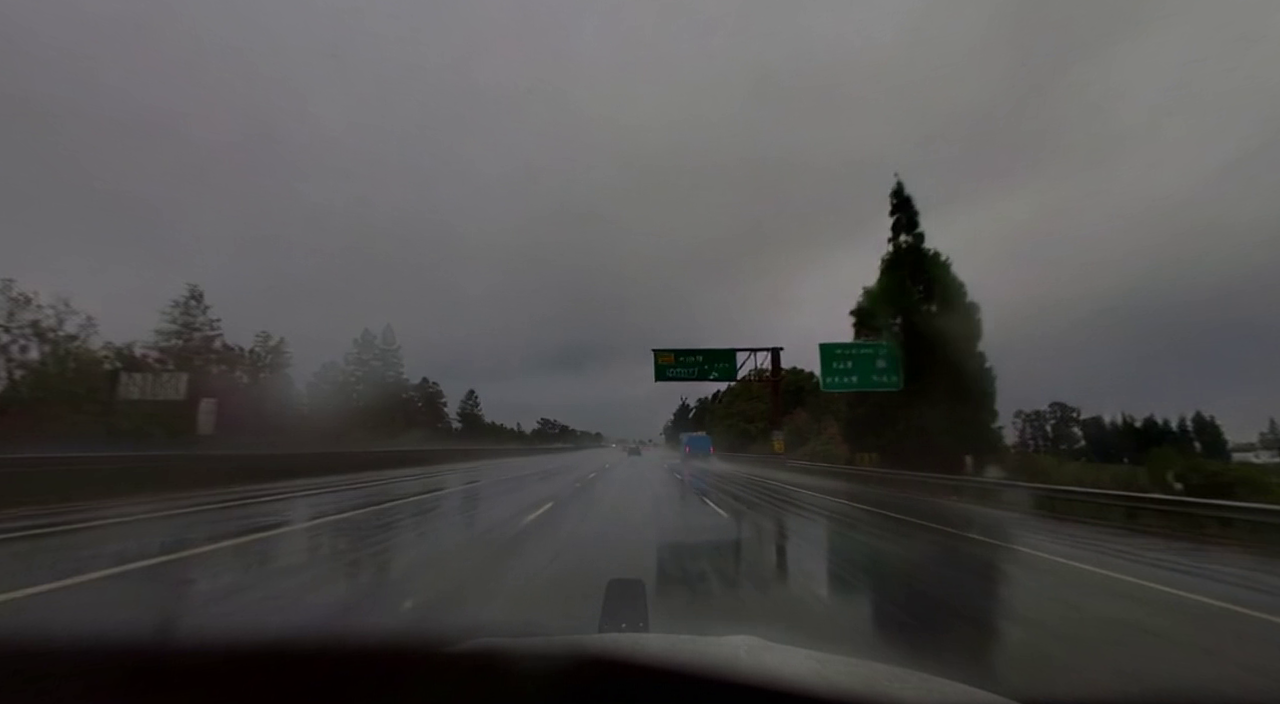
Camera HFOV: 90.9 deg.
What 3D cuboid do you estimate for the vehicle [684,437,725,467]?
[{"bbox_3d":[4.287,6.753,42.778,2.172,1.930,4.879,0,-8,-1],"label":"vehicle"}]
